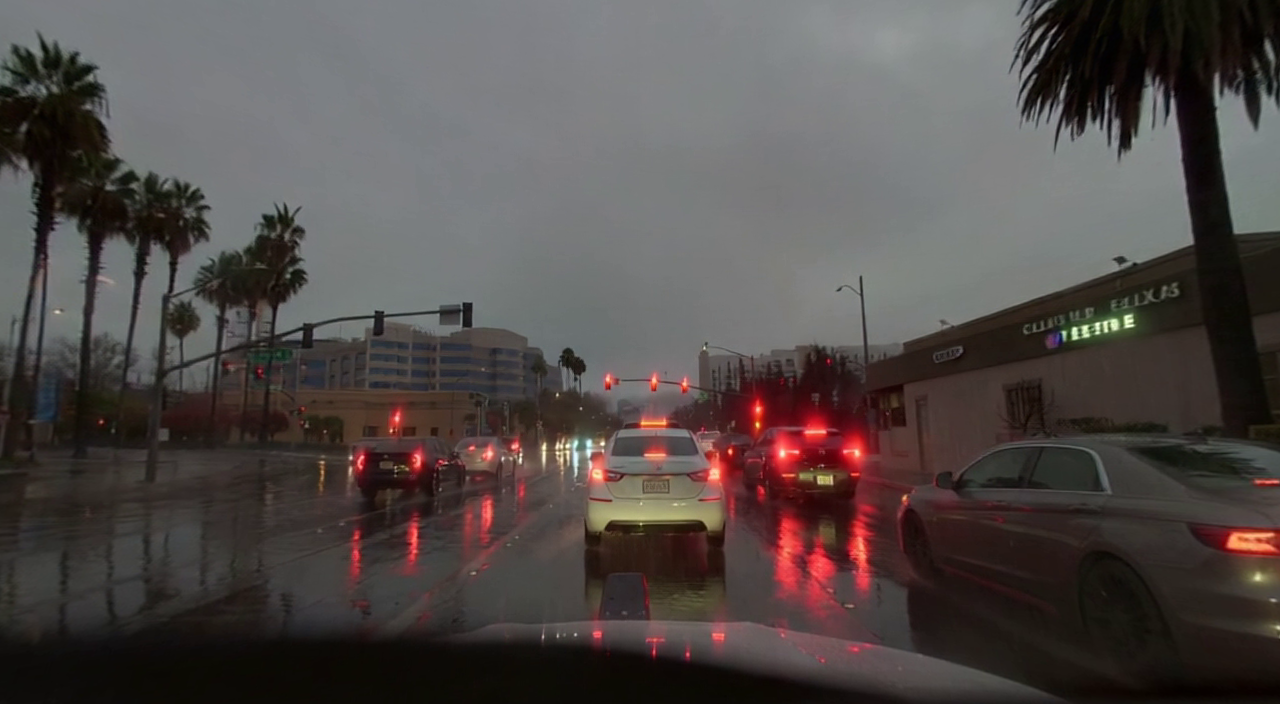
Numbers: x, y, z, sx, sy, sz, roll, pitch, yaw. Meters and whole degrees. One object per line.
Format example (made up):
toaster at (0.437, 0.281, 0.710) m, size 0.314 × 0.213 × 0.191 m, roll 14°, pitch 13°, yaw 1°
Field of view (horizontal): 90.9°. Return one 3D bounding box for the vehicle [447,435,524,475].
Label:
vehicle at (-6.053, 4.100, 25.255) m, size 1.822 × 1.456 × 4.396 m, roll -1°, pitch -8°, yaw 2°

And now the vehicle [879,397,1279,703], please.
vehicle at (3.541, 1.221, 4.474) m, size 1.910 × 1.490 × 4.661 m, roll 0°, pitch -8°, yaw 1°

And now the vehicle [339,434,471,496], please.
vehicle at (-6.255, 3.052, 17.376) m, size 1.900 × 1.487 × 4.165 m, roll 0°, pitch -8°, yaw 2°

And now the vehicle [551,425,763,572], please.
vehicle at (0.177, 1.786, 8.458) m, size 2.140 × 1.474 × 4.026 m, roll 0°, pitch -8°, yaw 0°

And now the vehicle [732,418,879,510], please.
vehicle at (3.498, 2.470, 14.315) m, size 2.169 × 1.751 × 4.276 m, roll 0°, pitch -8°, yaw 0°
